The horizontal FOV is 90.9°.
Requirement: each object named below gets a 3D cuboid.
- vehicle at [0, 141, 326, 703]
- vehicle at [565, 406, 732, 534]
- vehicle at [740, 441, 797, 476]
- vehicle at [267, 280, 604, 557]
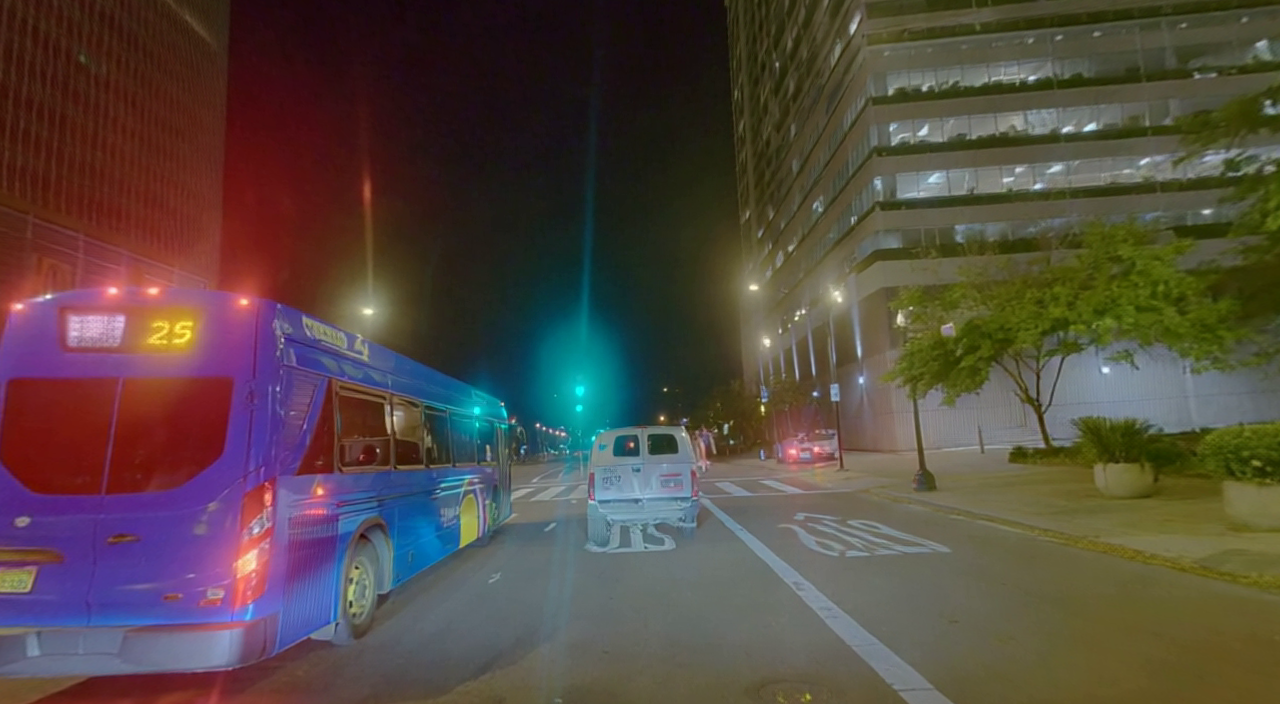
[{"bbox_3d":[-2.753,0.335,0.218,2.329,2.089,5.659,0,-9,0],"label":"vehicle"},{"bbox_3d":[0.140,2.109,11.736,2.500,1.912,4.270,0,-9,0],"label":"vehicle"},{"bbox_3d":[6.128,5.101,30.481,1.919,1.529,4.059,0,-9,0],"label":"vehicle"},{"bbox_3d":[-2.886,1.798,14.633,3.042,3.445,13.615,0,-9,1],"label":"vehicle"}]
